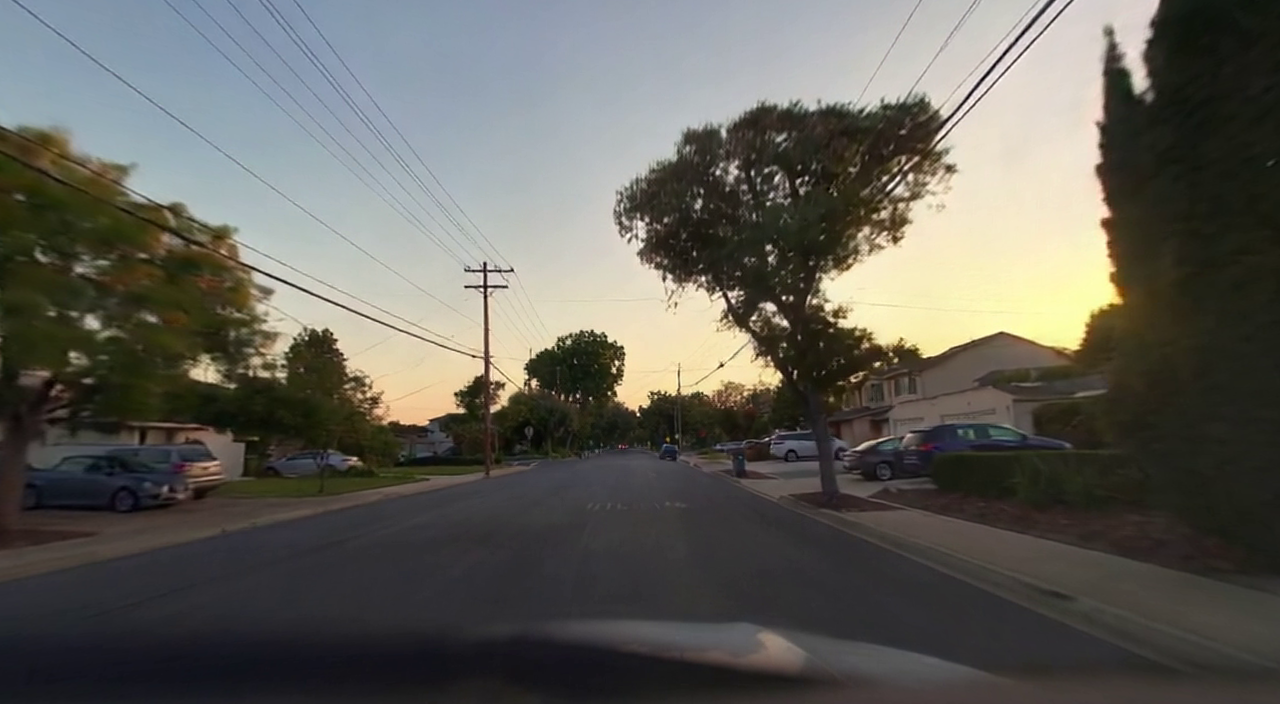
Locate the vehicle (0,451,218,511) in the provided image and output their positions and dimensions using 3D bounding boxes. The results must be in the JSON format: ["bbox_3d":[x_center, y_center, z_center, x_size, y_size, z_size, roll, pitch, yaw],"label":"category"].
[{"bbox_3d":[-13.396,3.241,16.120,3.877,1.411,1.869,0,-9,-2],"label":"vehicle"}]

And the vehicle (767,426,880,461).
[{"bbox_3d":[10.953,5.509,38.097,5.968,1.963,2.573,1,-8,-4],"label":"vehicle"}]

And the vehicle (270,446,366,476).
[{"bbox_3d":[-18.047,6.115,35.521,4.304,1.643,1.969,0,-9,1],"label":"vehicle"}]

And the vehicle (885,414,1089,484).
[{"bbox_3d":[9.642,2.723,17.930,4.465,1.727,2.127,-2,-8,2],"label":"vehicle"}]
